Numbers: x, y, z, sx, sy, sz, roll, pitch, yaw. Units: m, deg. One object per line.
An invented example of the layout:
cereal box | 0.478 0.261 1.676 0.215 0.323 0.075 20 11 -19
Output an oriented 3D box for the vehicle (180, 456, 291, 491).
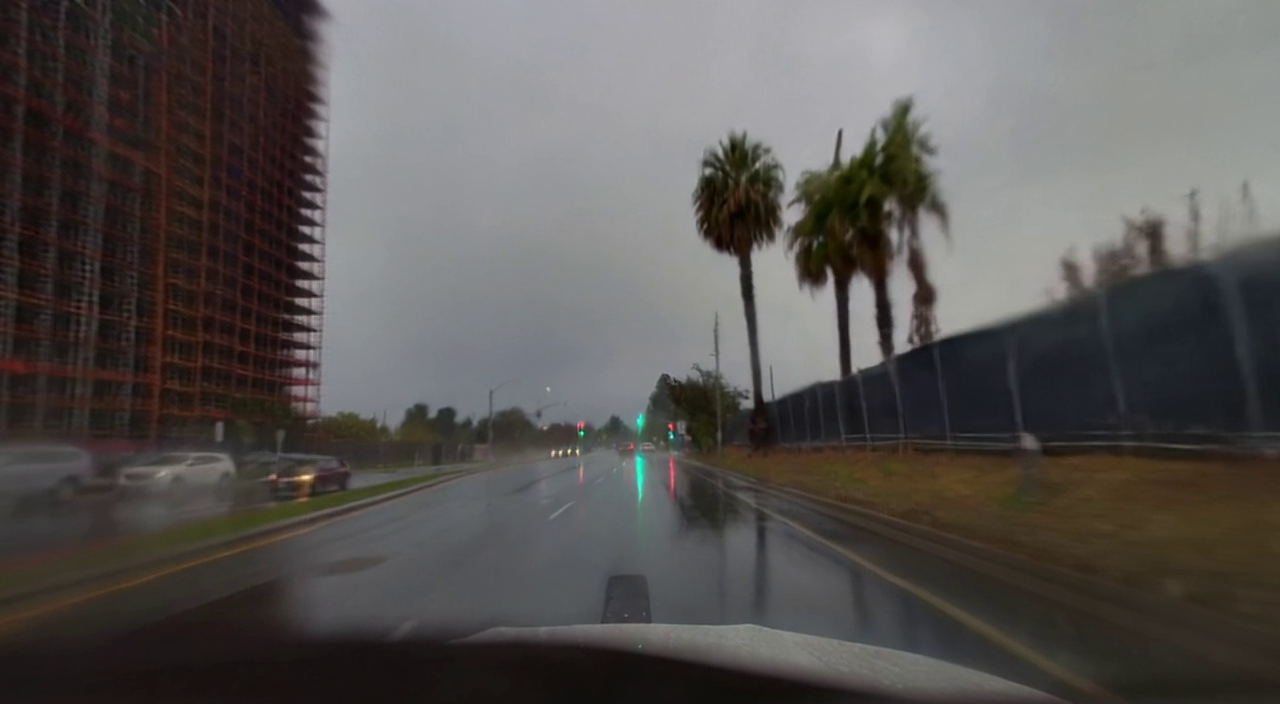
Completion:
vehicle | -19.359 5.831 30.491 2.007 1.453 4.932 -1 -9 2

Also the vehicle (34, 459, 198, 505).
vehicle | -19.403 4.801 23.705 2.003 1.440 4.857 0 -9 0

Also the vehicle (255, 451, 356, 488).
vehicle | -15.116 5.310 28.879 2.113 1.478 4.828 0 -9 -2
